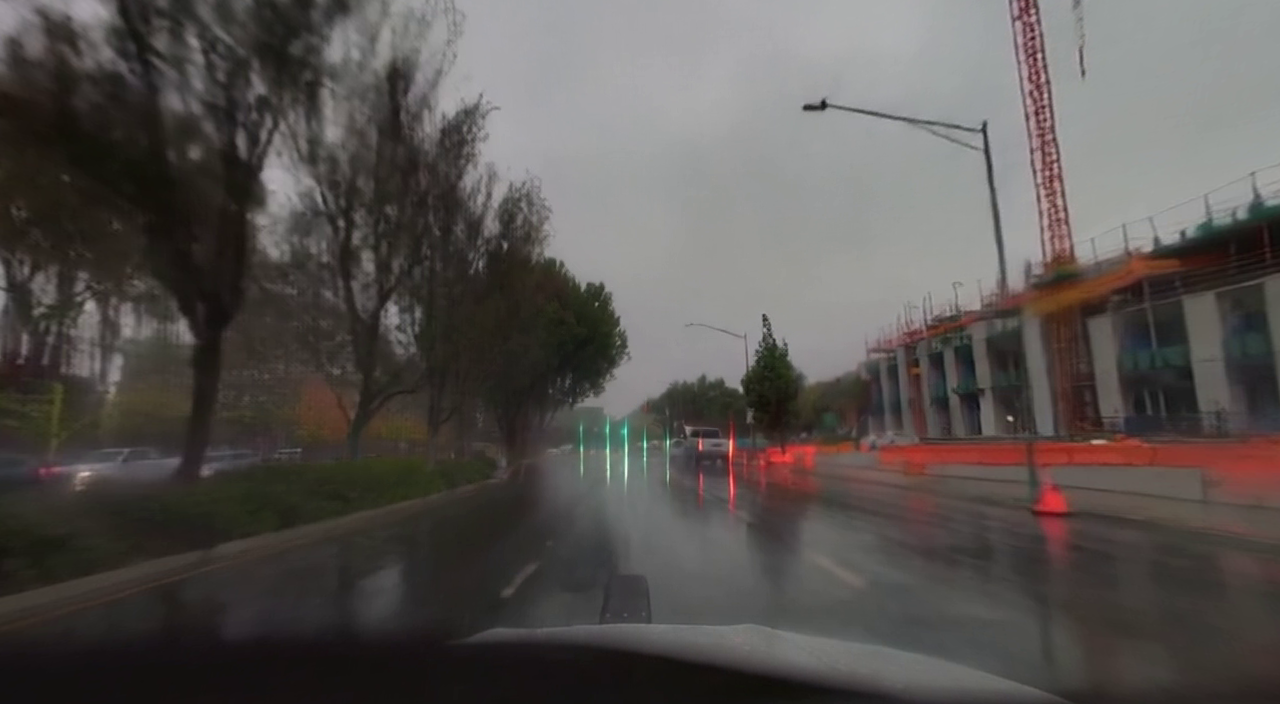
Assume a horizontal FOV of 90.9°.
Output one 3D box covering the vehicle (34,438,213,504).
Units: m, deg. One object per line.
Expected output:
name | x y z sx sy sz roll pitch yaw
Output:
vehicle | -18.141 4.148 22.601 2.286 2.069 5.077 0 -8 -4

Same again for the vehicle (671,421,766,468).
vehicle | 5.290 6.533 44.242 3.060 2.963 7.552 4 -10 -24
